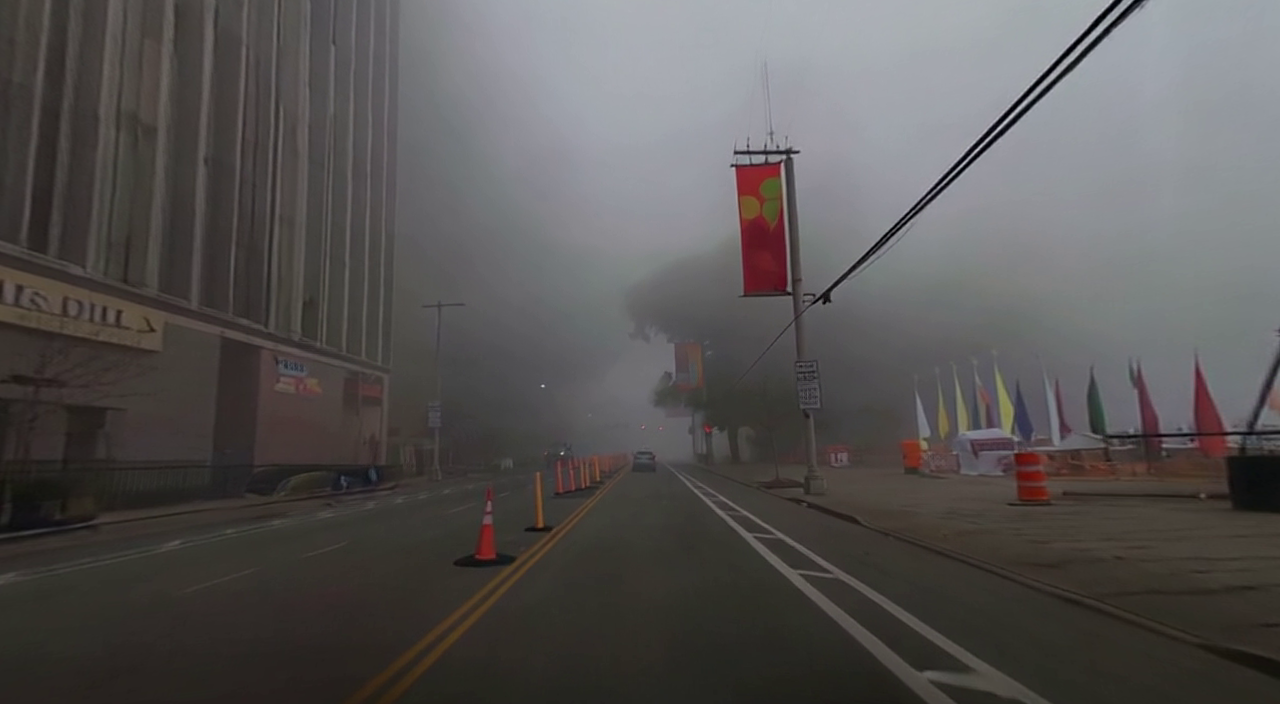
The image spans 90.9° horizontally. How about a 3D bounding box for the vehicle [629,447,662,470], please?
[{"bbox_3d":[0.423,7.661,45.564,2.216,1.492,4.725,0,-9,1],"label":"vehicle"}]
